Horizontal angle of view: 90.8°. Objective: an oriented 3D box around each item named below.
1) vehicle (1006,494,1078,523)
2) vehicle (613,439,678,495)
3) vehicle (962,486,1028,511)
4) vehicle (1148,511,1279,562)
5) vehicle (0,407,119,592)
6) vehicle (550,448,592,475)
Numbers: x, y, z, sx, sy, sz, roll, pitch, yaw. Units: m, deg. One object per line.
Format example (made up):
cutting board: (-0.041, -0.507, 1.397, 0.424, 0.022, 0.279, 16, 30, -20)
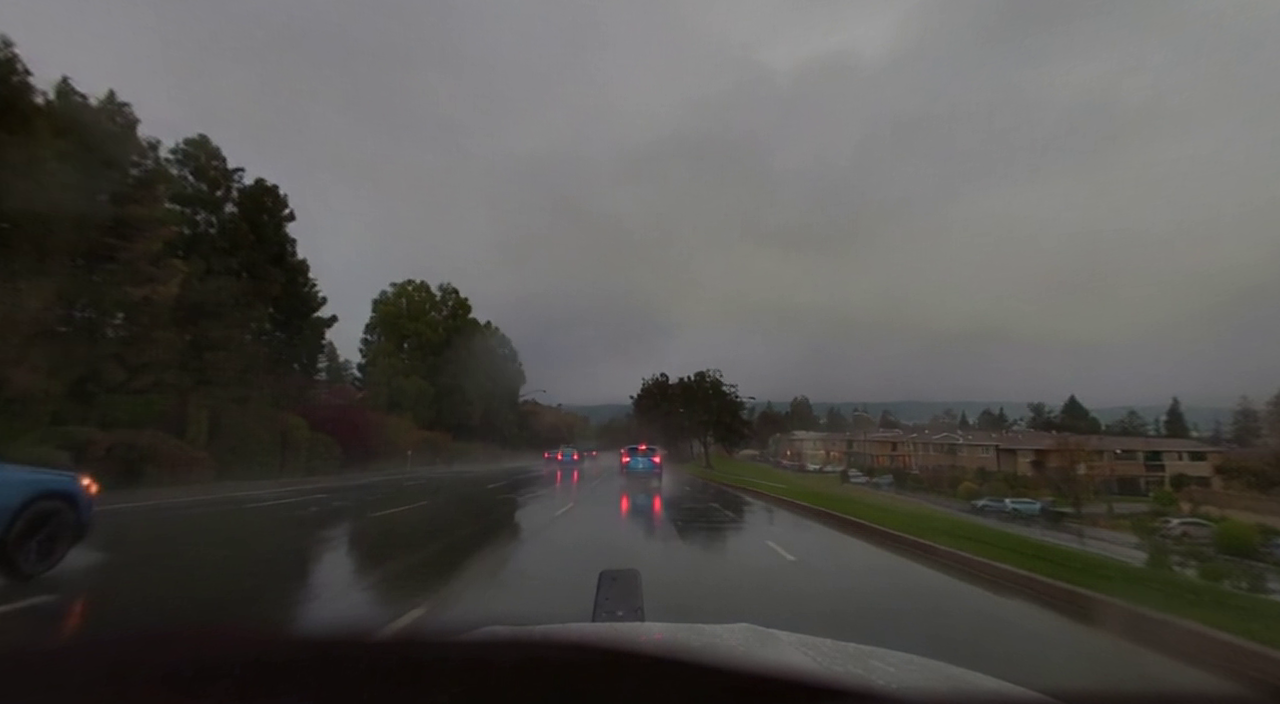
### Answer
vehicle: (28.525, 11.104, 44.996, 1.845, 1.533, 4.455, 1, -9, -5)
vehicle: (0.188, 4.111, 22.971, 2.125, 1.830, 4.370, 0, -9, 1)
vehicle: (27.886, 11.540, 49.817, 1.874, 1.577, 4.877, 2, -9, -8)
vehicle: (29.863, 9.535, 32.976, 2.067, 1.926, 5.010, 1, -9, -7)
vehicle: (-6.794, 1.128, 4.350, 1.997, 1.650, 5.090, 0, -9, 1)
vehicle: (-4.231, 6.774, 39.307, 2.123, 1.592, 4.505, 0, -9, 0)
